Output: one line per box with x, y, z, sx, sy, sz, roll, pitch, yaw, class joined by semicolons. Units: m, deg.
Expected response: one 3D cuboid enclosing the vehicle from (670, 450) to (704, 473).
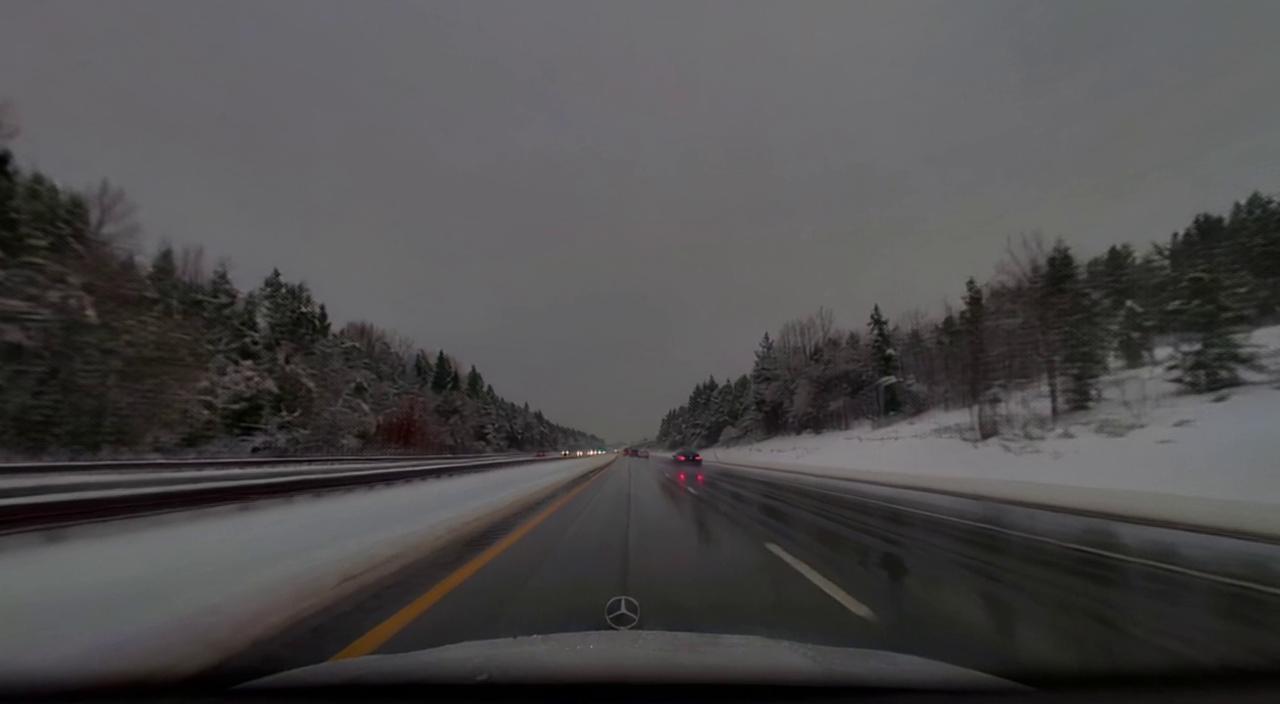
3.145;7.364;42.651;1.870;1.486;3.858;0;-9;-2;vehicle
